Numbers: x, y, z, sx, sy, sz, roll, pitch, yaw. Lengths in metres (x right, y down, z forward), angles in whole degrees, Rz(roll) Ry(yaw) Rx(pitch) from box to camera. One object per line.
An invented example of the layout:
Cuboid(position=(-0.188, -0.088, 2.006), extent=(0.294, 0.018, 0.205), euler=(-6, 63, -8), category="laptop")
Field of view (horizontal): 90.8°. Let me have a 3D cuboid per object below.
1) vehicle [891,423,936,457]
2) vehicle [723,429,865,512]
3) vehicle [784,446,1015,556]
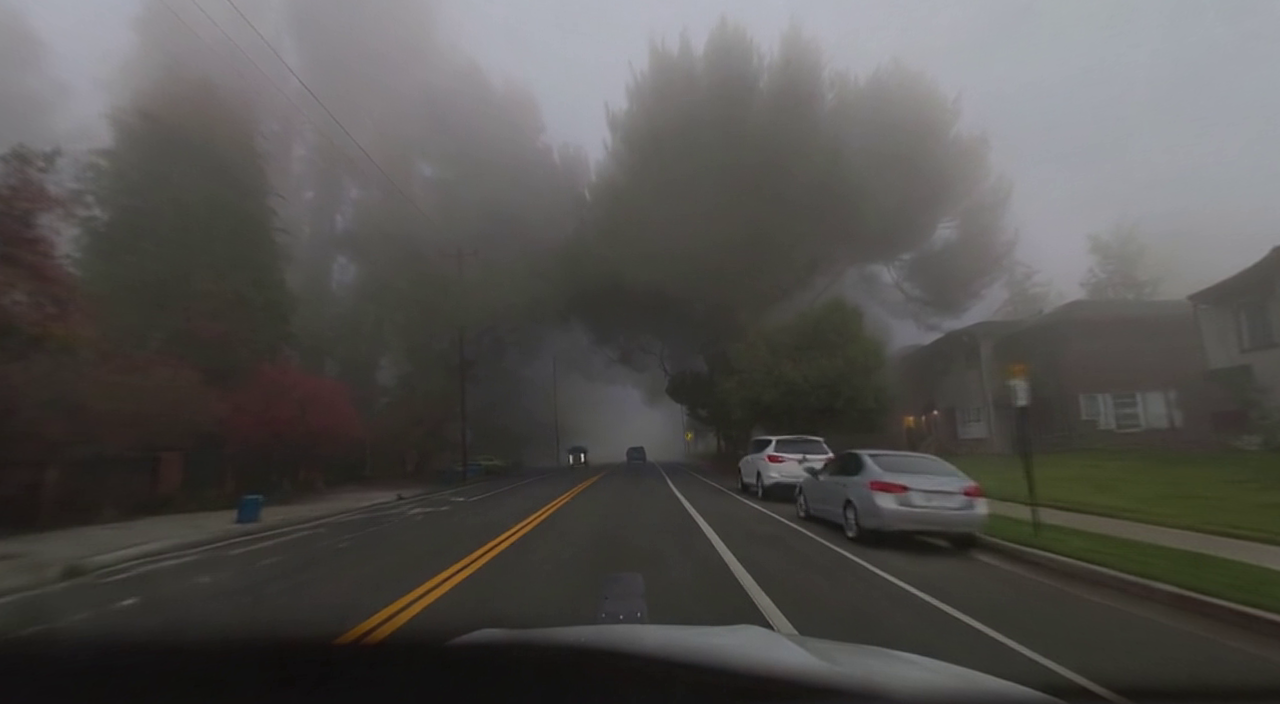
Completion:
Cuboid(position=(17.096, 5.537, 39.683), extent=(2.068, 1.963, 5.037), euler=(-3, -9, 19), category="vehicle")
Cuboid(position=(3.717, 2.990, 16.454), extent=(2.310, 1.784, 4.993), euler=(0, -9, -2), category="vehicle")
Cuboid(position=(3.933, 2.311, 10.642), extent=(1.874, 1.415, 4.683), euler=(0, -9, 0), category="vehicle")
